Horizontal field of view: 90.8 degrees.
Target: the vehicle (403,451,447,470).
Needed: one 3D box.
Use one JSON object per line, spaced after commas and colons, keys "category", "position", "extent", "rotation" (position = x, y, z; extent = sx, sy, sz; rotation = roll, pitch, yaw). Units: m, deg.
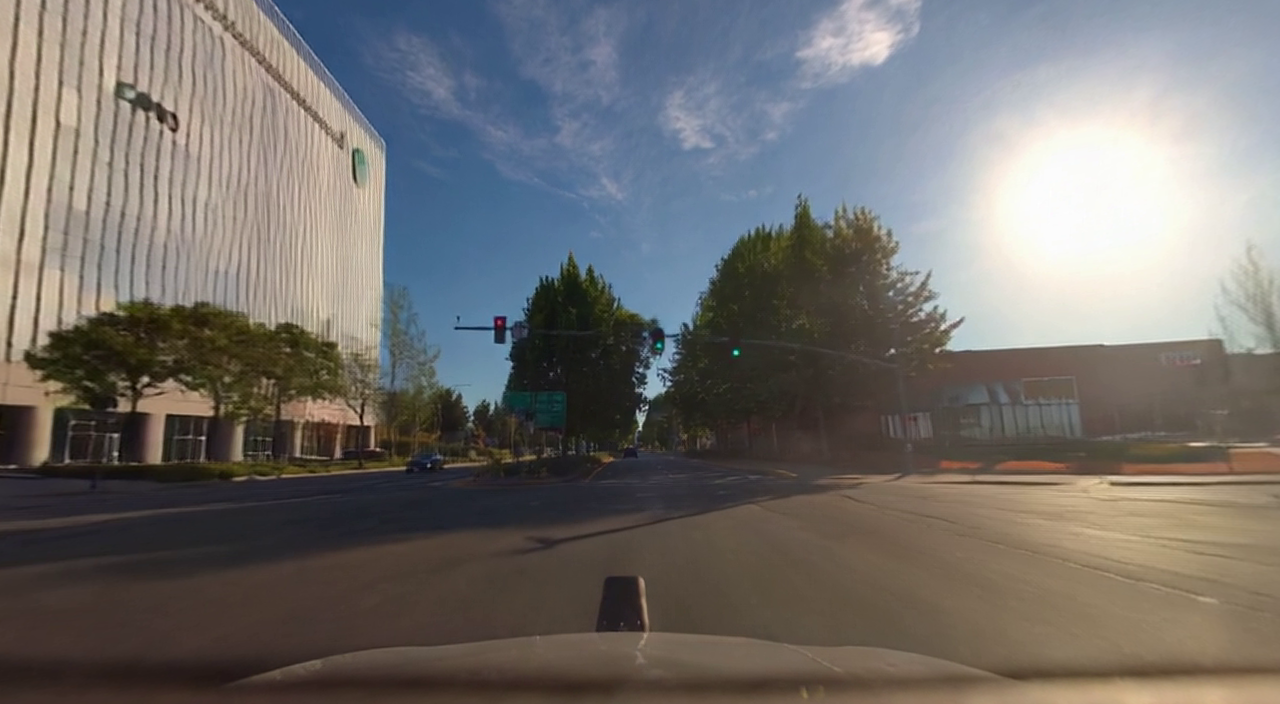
{"category": "vehicle", "position": [-16.936, 8.553, 49.972], "extent": [1.924, 1.434, 4.456], "rotation": [0, -9, -1]}
